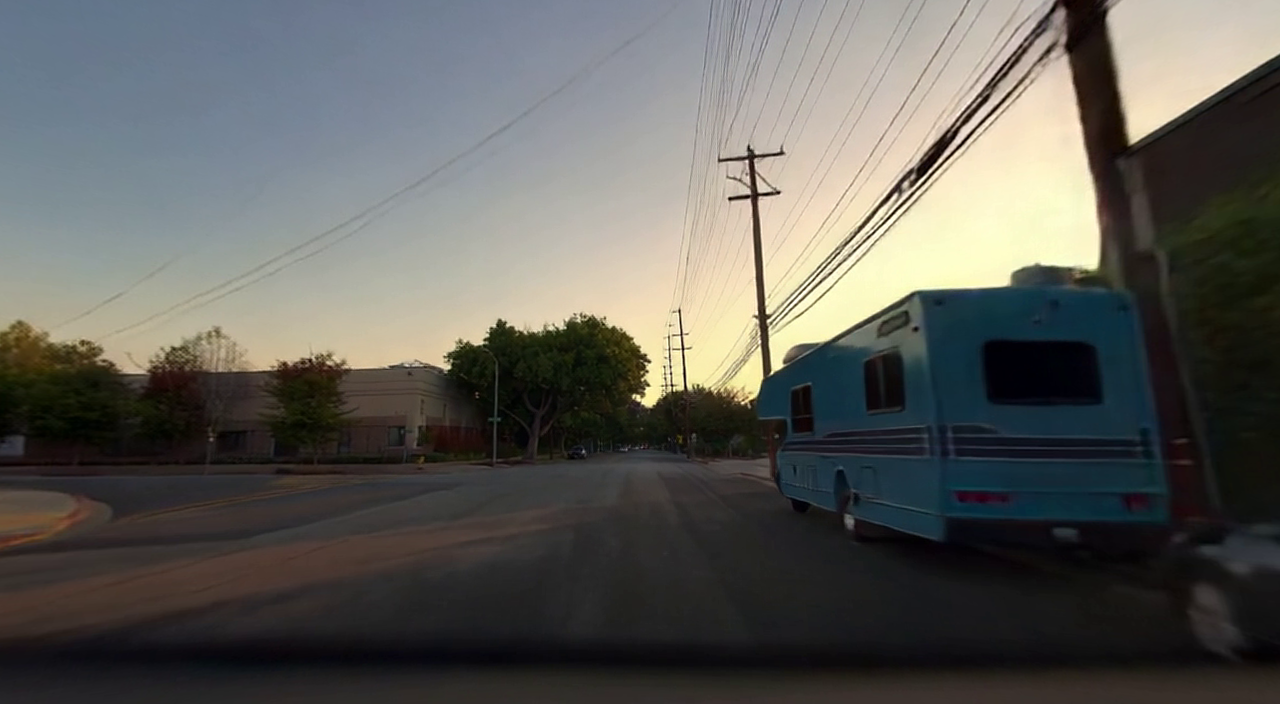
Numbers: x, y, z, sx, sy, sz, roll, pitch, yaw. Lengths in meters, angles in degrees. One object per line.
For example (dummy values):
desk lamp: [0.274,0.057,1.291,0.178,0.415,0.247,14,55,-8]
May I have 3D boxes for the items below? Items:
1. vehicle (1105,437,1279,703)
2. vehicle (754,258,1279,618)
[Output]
vehicle: [4.432,1.109,2.770,1.852,1.497,3.672,-2,-9,-2]
vehicle: [4.254,1.378,10.105,3.110,3.241,8.788,0,-9,-1]
